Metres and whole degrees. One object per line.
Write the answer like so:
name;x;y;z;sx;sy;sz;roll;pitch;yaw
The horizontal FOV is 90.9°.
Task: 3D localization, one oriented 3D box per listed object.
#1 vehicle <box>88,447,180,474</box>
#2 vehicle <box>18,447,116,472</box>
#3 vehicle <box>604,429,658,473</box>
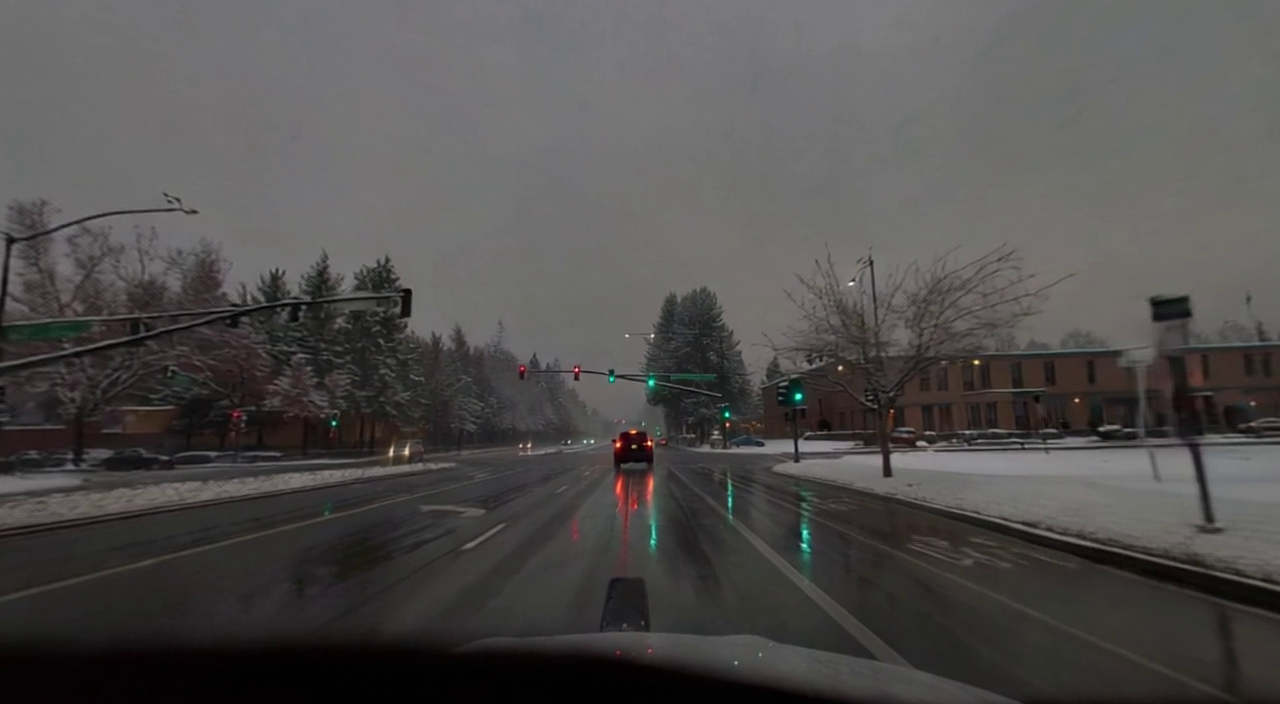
vehicle;-30.592;6.496;38.094;4.504;1.524;2.226;-3;-9;21
vehicle;-39.270;7.359;43.257;4.713;1.693;2.018;0;-8;1
vehicle;-0.382;4.310;27.590;2.169;1.751;4.276;0;-8;-1
